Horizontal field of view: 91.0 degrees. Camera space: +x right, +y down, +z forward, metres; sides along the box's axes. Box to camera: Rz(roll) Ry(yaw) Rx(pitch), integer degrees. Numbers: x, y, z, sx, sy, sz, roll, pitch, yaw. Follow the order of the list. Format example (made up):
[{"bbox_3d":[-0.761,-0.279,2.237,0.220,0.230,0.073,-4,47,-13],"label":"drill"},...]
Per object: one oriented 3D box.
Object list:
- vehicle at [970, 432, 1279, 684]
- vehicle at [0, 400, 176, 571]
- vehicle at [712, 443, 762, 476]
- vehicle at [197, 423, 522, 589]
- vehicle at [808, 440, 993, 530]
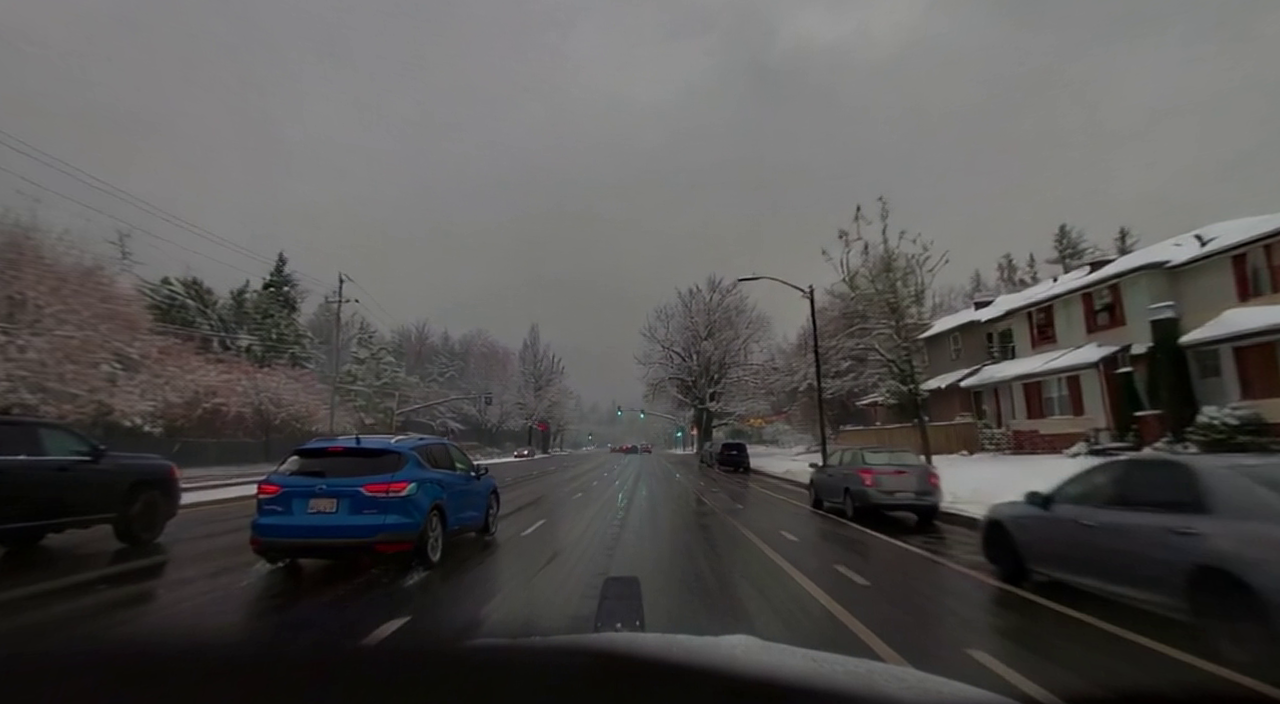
[{"bbox_3d":[4.786,1.425,5.003,1.889,1.491,4.614,0,-9,1],"label":"vehicle"},{"bbox_3d":[-7.492,1.367,6.526,2.034,1.711,4.512,1,-9,-3],"label":"vehicle"},{"bbox_3d":[4.864,5.446,32.177,1.955,1.499,4.536,0,-9,2],"label":"vehicle"},{"bbox_3d":[-2.978,1.738,8.011,1.982,1.478,4.465,0,-9,1],"label":"vehicle"},{"bbox_3d":[5.030,2.603,12.981,1.900,1.504,4.474,0,-9,0],"label":"vehicle"}]
